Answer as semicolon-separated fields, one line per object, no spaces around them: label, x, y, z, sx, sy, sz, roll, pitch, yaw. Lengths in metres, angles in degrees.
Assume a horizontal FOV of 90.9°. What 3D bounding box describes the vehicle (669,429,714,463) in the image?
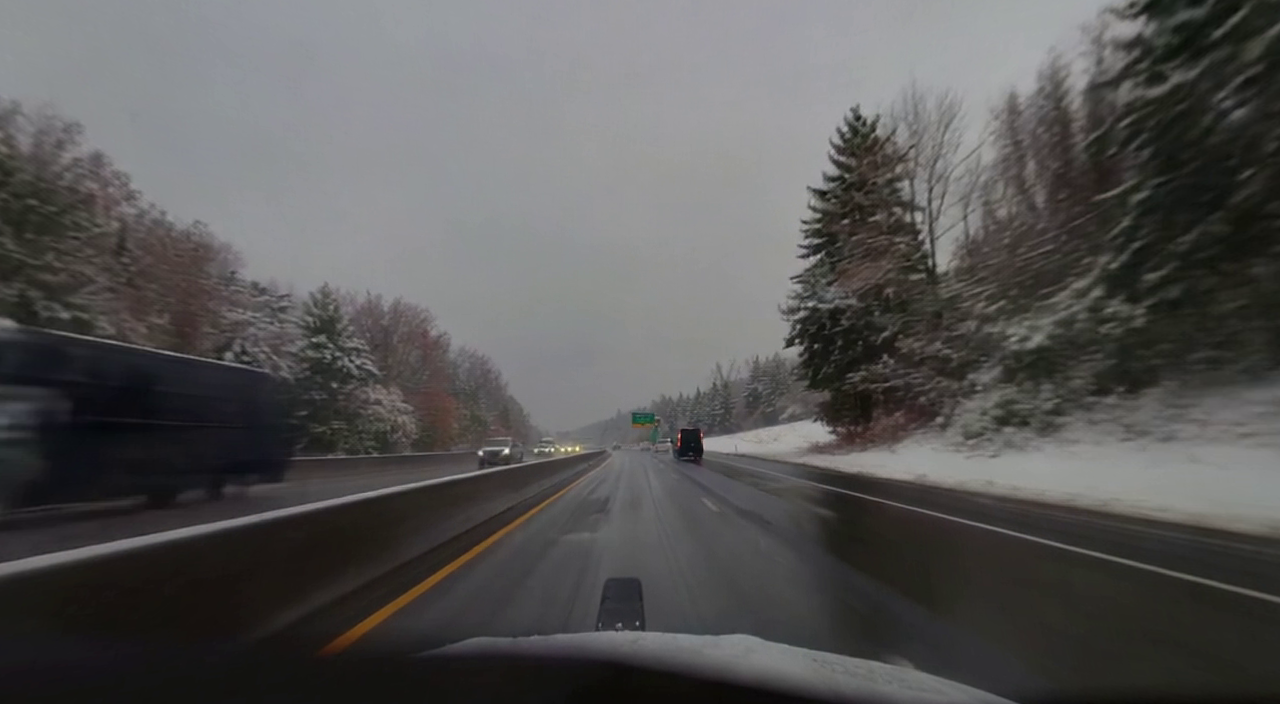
vehicle;3.283;6.111;41.157;2.393;2.072;4.958;0;-8;-2

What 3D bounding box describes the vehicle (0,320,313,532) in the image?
vehicle;-12.220;1.937;15.735;3.010;3.699;9.465;0;-8;-1
